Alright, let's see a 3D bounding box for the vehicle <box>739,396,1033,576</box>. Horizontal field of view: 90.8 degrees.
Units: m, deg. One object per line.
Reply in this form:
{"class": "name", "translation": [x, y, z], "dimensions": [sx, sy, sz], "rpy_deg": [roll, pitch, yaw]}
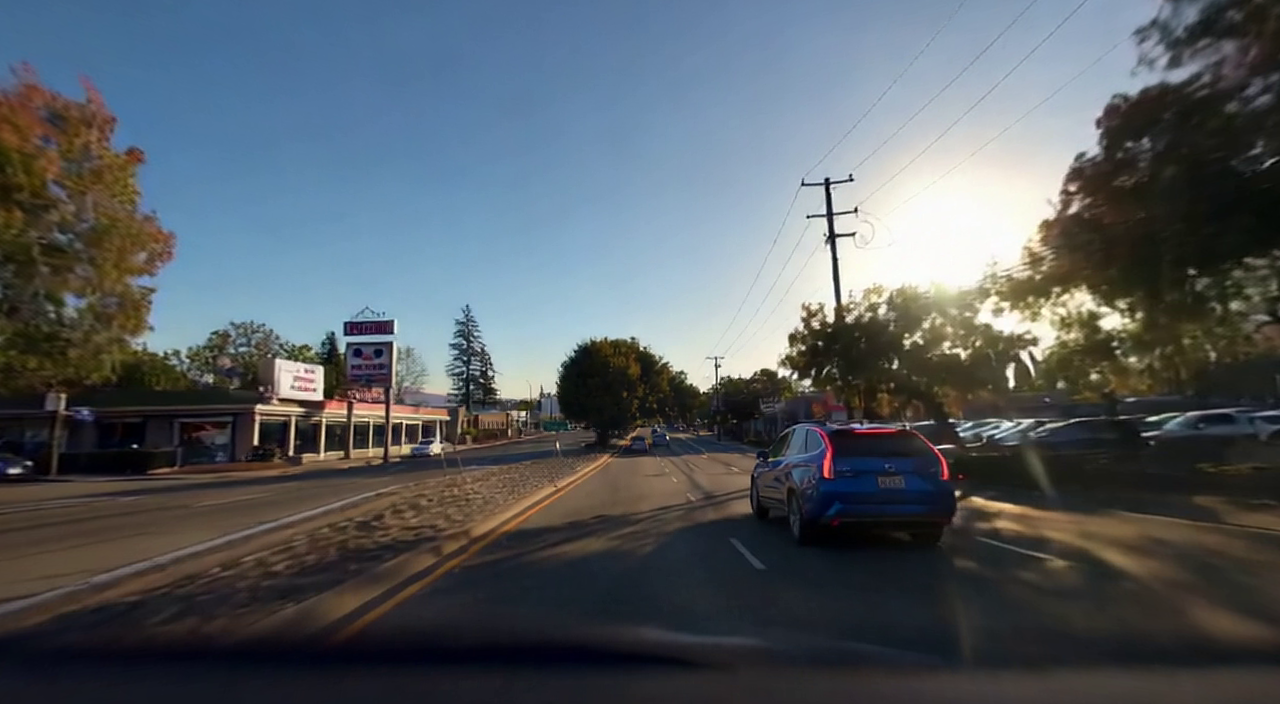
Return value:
{"class": "vehicle", "translation": [2.825, 1.680, 8.685], "dimensions": [2.130, 1.790, 4.615], "rpy_deg": [0, -8, -1]}
